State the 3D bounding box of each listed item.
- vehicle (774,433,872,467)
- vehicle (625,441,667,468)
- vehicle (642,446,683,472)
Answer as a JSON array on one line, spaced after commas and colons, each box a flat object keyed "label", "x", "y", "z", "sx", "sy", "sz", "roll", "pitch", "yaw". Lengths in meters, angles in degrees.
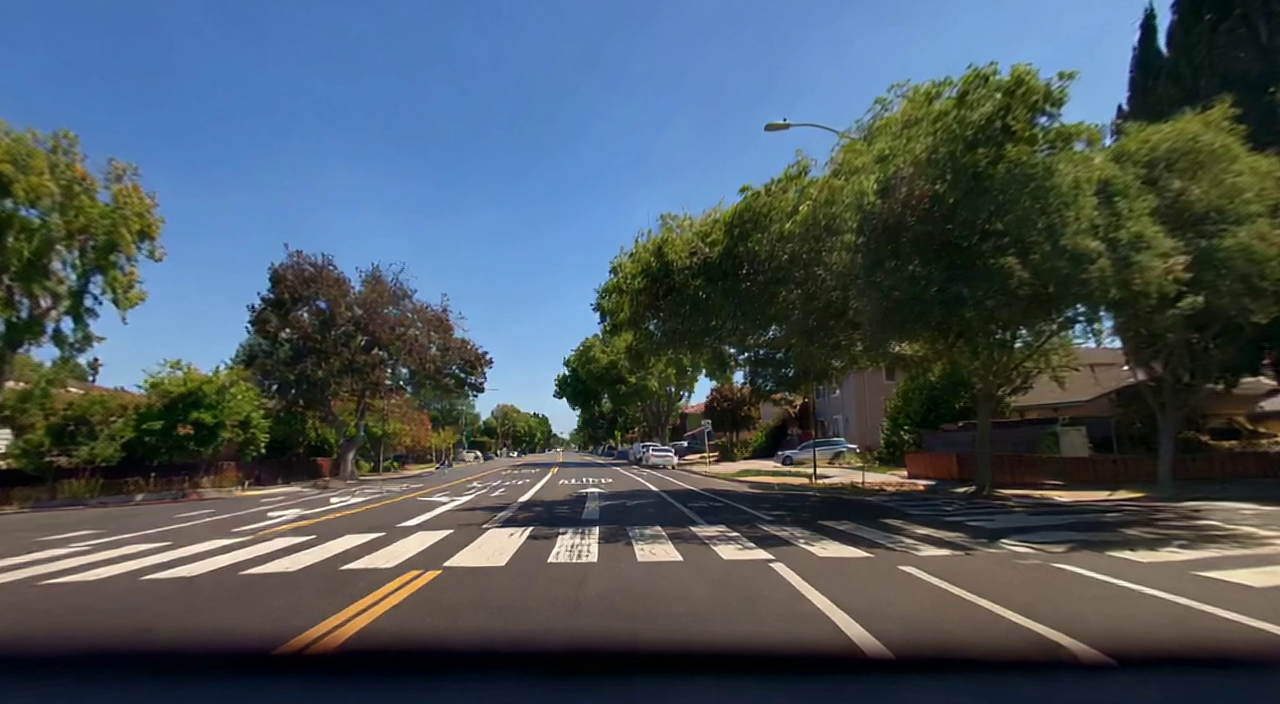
[{"label": "vehicle", "x": 9.485, "y": 5.094, "z": 32.934, "sx": 4.492, "sy": 1.619, "sz": 1.849, "roll": -6, "pitch": -10, "yaw": 32}, {"label": "vehicle", "x": 0.351, "y": 7.506, "z": 46.560, "sx": 2.293, "sy": 1.858, "sz": 5.868, "roll": 1, "pitch": -9, "yaw": -7}, {"label": "vehicle", "x": 1.369, "y": 6.720, "z": 39.908, "sx": 1.919, "sy": 1.474, "sz": 4.370, "roll": 1, "pitch": -9, "yaw": -7}]
